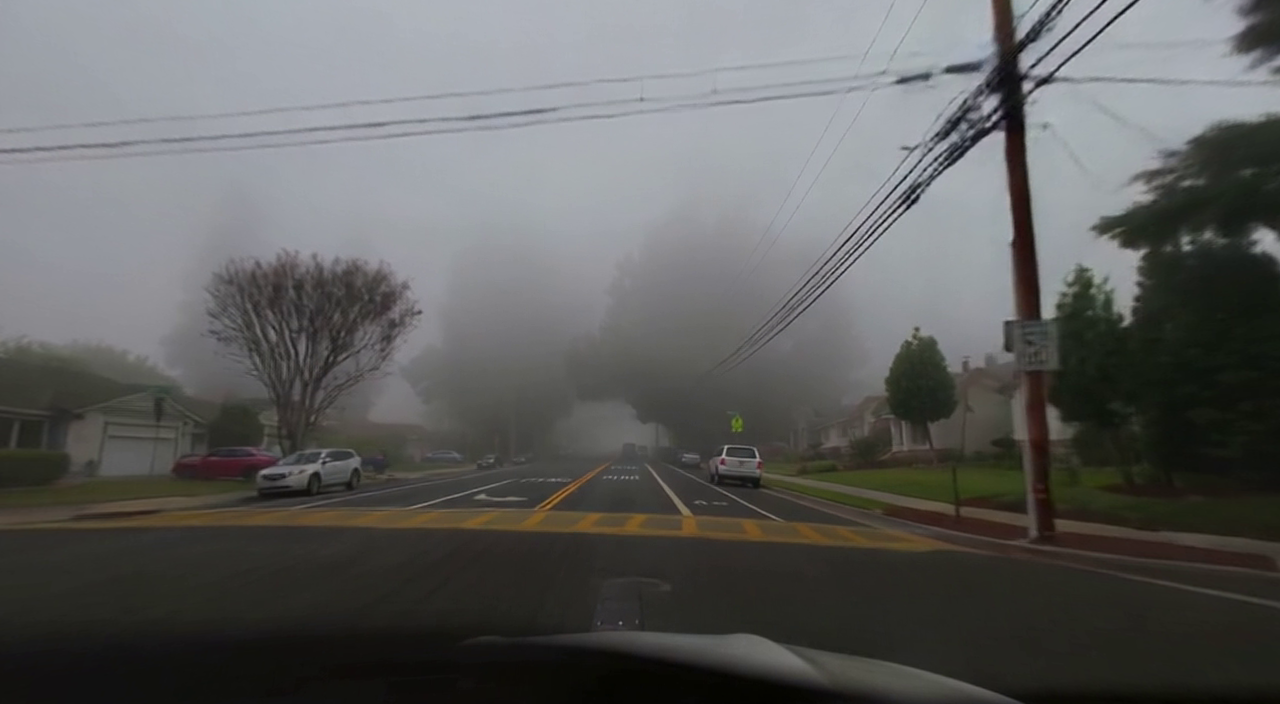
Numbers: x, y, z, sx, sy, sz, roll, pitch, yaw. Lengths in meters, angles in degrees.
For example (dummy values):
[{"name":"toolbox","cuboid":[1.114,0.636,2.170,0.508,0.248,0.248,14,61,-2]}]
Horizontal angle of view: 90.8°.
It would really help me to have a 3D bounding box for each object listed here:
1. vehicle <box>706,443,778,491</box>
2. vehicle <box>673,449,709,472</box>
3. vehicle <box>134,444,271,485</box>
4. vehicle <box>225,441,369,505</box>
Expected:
[{"name":"vehicle","cuboid":[4.025,4.600,25.669,2.027,1.751,4.433,0,-9,-2]},{"name":"vehicle","cuboid":[3.682,7.899,46.311,1.920,1.541,4.709,0,-9,-4]},{"name":"vehicle","cuboid":[-19.195,4.930,27.898,4.450,1.677,2.027,0,-9,-3]},{"name":"vehicle","cuboid":[-11.968,4.222,22.651,2.199,1.988,5.454,0,-9,-2]}]
